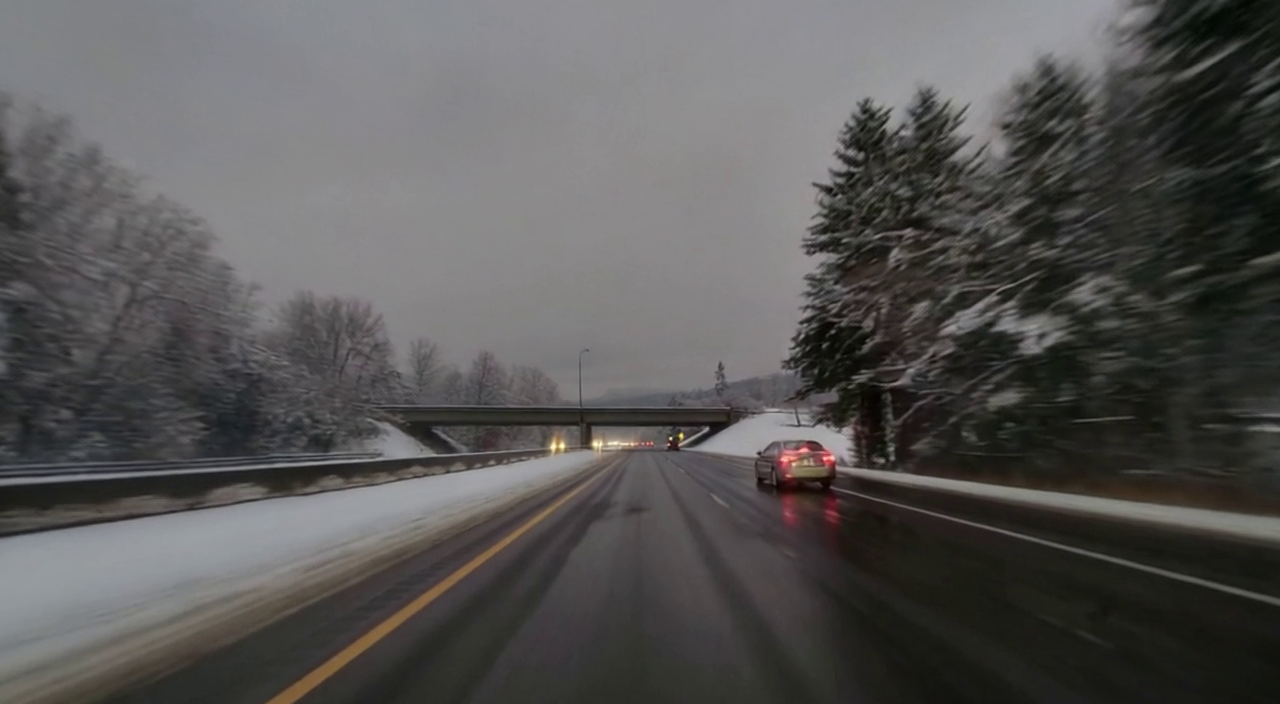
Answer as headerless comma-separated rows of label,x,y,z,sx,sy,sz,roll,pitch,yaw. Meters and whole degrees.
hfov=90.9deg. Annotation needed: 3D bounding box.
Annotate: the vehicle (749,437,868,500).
vehicle,4.478,3.162,17.644,2.027,1.487,4.718,0,-8,0
